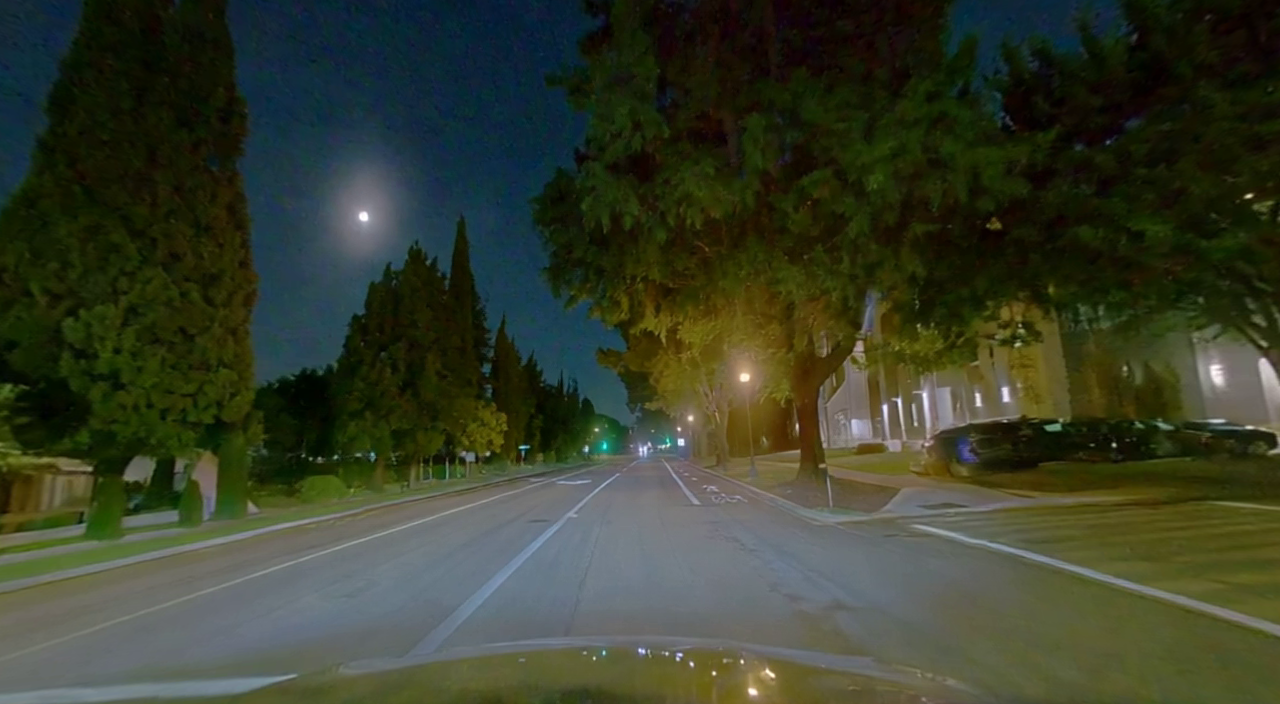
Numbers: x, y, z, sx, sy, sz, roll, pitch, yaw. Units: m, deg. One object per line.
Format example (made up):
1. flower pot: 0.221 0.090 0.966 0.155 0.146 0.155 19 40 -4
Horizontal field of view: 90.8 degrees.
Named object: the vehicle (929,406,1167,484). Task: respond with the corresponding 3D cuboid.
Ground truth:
1. vehicle: 10.928 2.578 17.595 2.187 1.786 5.323 2 -9 -17
